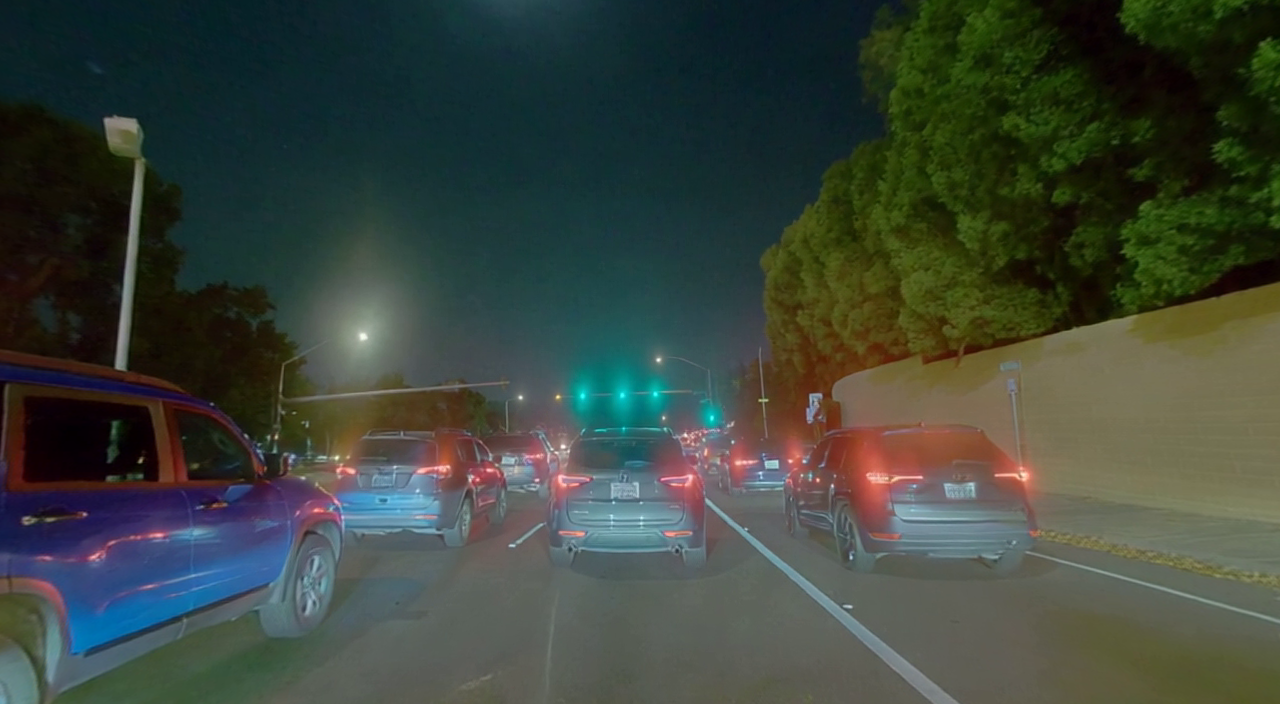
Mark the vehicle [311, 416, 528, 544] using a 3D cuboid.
[{"bbox_3d":[-3.485,2.118,11.147,2.067,1.759,4.631,0,-8,1],"label":"vehicle"}]

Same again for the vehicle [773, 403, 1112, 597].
[{"bbox_3d":[3.146,1.627,7.801,2.029,1.702,4.281,0,-8,0],"label":"vehicle"}]

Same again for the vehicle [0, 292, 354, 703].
[{"bbox_3d":[-3.521,0.831,3.111,2.070,1.913,4.450,0,-8,0],"label":"vehicle"}]

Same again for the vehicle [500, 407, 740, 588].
[{"bbox_3d":[-0.152,1.655,7.946,2.245,1.677,3.913,0,-8,1],"label":"vehicle"}]
